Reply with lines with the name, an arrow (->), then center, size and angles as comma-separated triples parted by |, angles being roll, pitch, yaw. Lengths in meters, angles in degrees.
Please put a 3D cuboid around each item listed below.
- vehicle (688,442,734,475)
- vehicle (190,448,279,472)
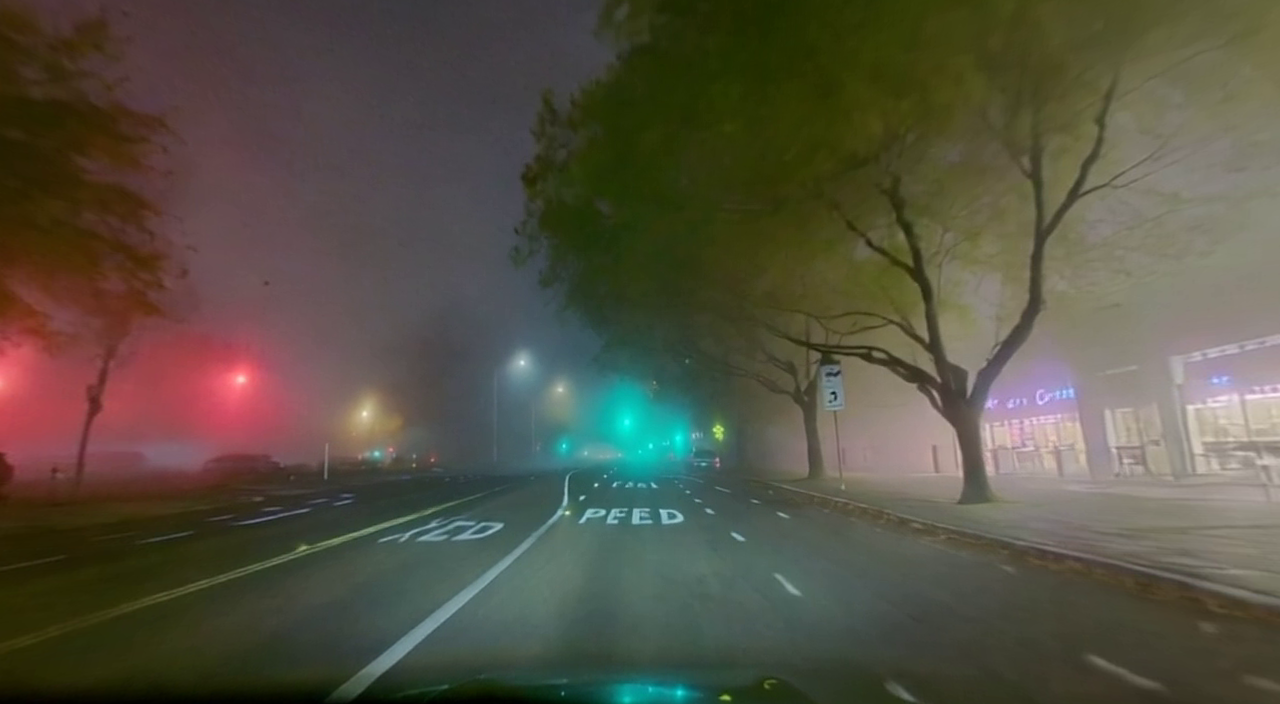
vehicle -> 3.955, 5.999, 35.878 | 1.957, 1.753, 4.413 | 0, -8, -2
vehicle -> -26.107, 6.966, 40.821 | 4.402, 1.449, 1.880 | 3, -8, -18
